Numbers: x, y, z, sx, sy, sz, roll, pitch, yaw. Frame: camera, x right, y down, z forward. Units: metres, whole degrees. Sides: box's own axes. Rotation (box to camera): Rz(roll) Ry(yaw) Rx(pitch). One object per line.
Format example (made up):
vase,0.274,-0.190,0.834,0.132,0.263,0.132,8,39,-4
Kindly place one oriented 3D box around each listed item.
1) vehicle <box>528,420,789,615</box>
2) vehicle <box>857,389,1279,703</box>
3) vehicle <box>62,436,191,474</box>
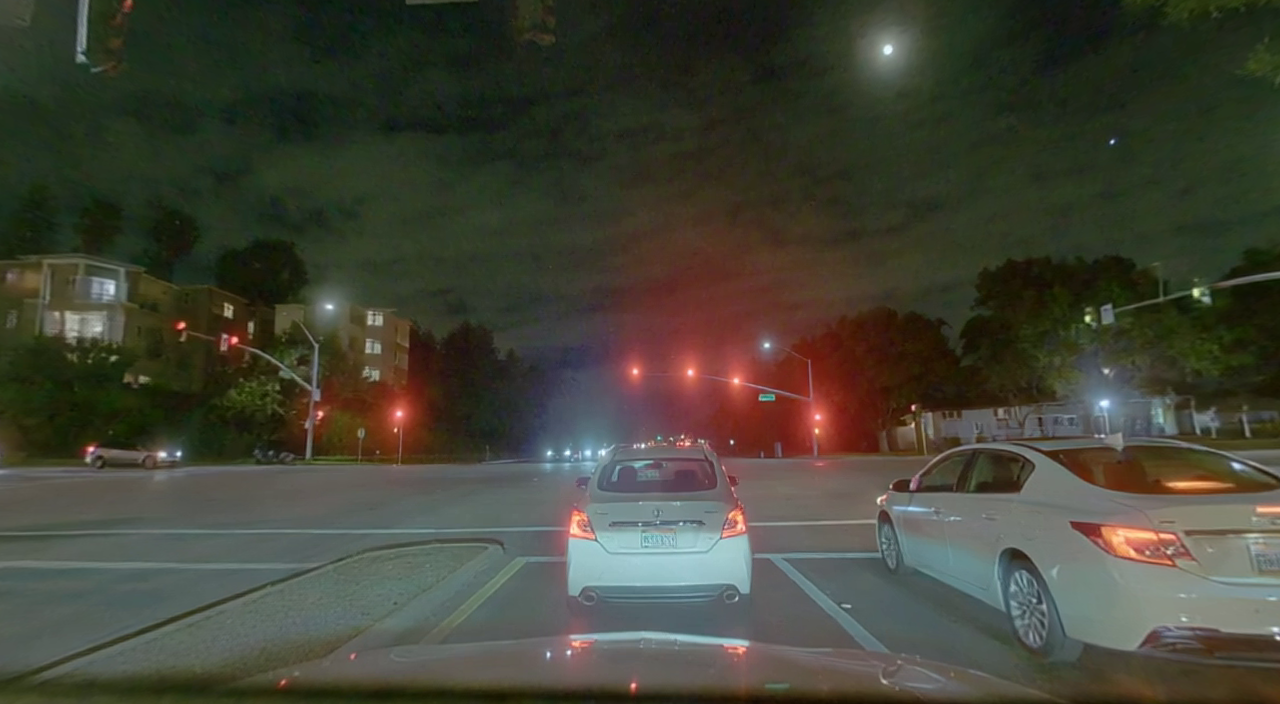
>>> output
vehicle,0.104,1.563,6.875,2.017,1.485,3.813,0,-8,-1
vehicle,3.171,1.126,3.898,1.931,1.493,4.555,0,-8,-1
vehicle,-24.309,4.868,29.981,4.450,1.684,1.894,0,-8,0
